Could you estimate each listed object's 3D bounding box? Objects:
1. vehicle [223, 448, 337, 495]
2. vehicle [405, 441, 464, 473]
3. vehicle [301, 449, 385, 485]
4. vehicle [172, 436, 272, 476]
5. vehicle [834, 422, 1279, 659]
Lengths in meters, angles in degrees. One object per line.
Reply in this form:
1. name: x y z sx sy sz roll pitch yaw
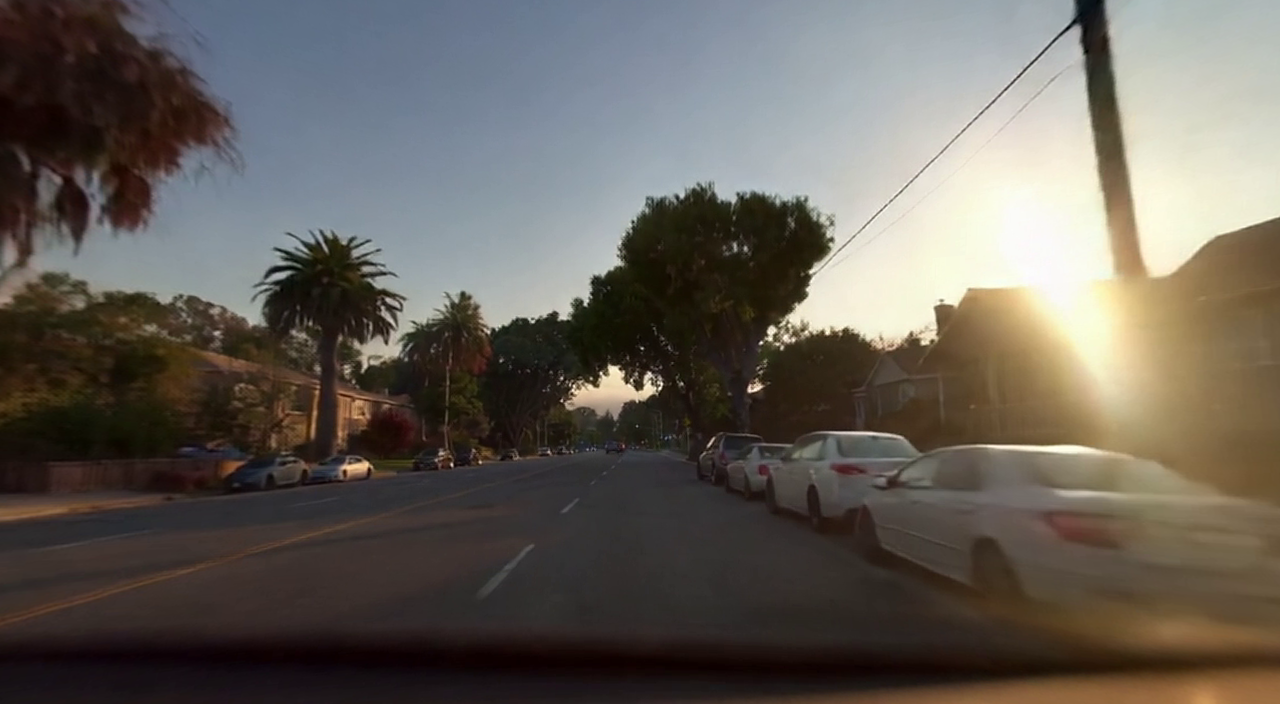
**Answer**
1. vehicle: -13.788 4.566 24.568 1.970 1.525 4.420 0 -8 -2
2. vehicle: -14.129 7.216 43.876 2.245 1.904 5.805 -1 -7 -1
3. vehicle: -13.898 5.393 29.868 1.916 1.459 4.222 -1 -8 0
4. vehicle: -20.944 5.218 31.932 1.957 1.871 4.515 0 -9 -1
5. vehicle: 3.690 1.551 6.399 1.888 1.480 4.653 0 -9 -1
